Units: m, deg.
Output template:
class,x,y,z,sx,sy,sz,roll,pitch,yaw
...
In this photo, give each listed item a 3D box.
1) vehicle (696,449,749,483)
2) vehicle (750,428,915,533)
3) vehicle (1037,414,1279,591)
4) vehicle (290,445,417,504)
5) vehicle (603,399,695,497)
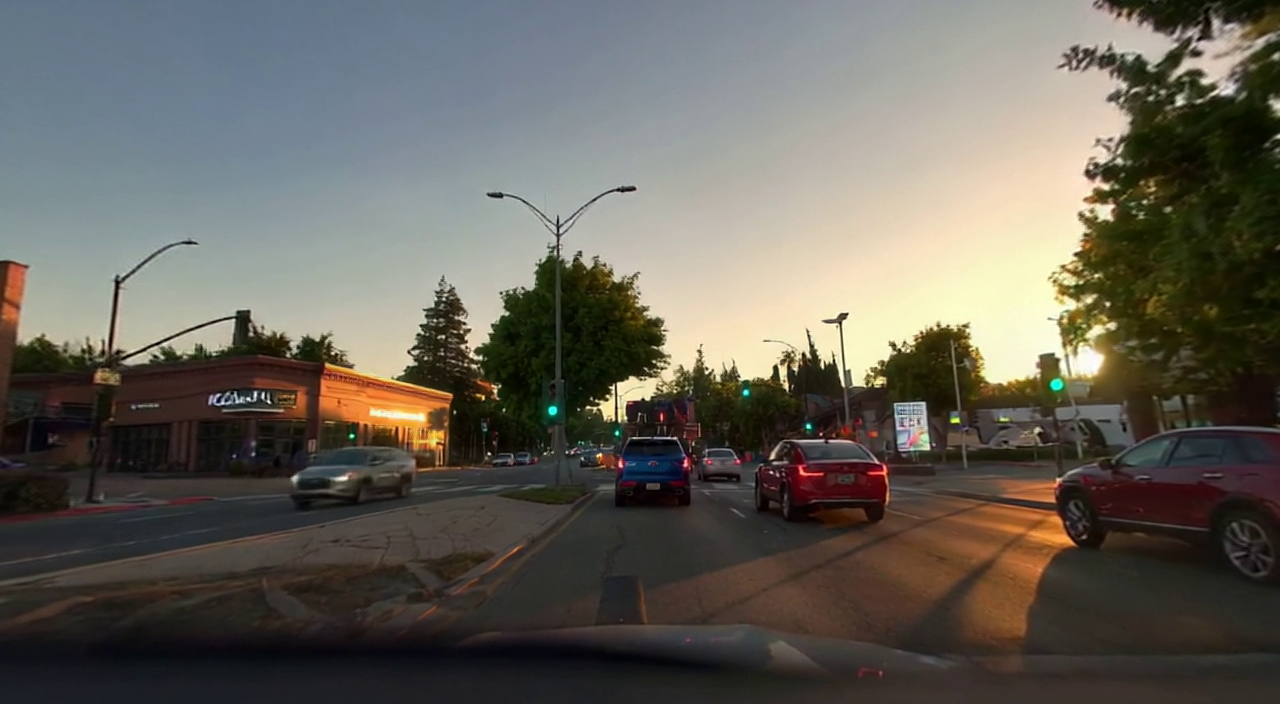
class,x,y,z,sx,sy,sz,roll,pitch,yaw
vehicle,4.018,5.604,31.313,1.967,1.515,4.378,0,-9,-1
vehicle,3.648,2.509,12.899,2.025,1.754,4.311,0,-9,0
vehicle,7.178,1.669,7.487,1.982,1.698,4.408,0,-9,0
vehicle,-8.449,3.617,19.051,1.889,1.576,4.044,0,-9,0
vehicle,0.253,2.787,18.423,2.370,2.518,3.858,0,-8,1
